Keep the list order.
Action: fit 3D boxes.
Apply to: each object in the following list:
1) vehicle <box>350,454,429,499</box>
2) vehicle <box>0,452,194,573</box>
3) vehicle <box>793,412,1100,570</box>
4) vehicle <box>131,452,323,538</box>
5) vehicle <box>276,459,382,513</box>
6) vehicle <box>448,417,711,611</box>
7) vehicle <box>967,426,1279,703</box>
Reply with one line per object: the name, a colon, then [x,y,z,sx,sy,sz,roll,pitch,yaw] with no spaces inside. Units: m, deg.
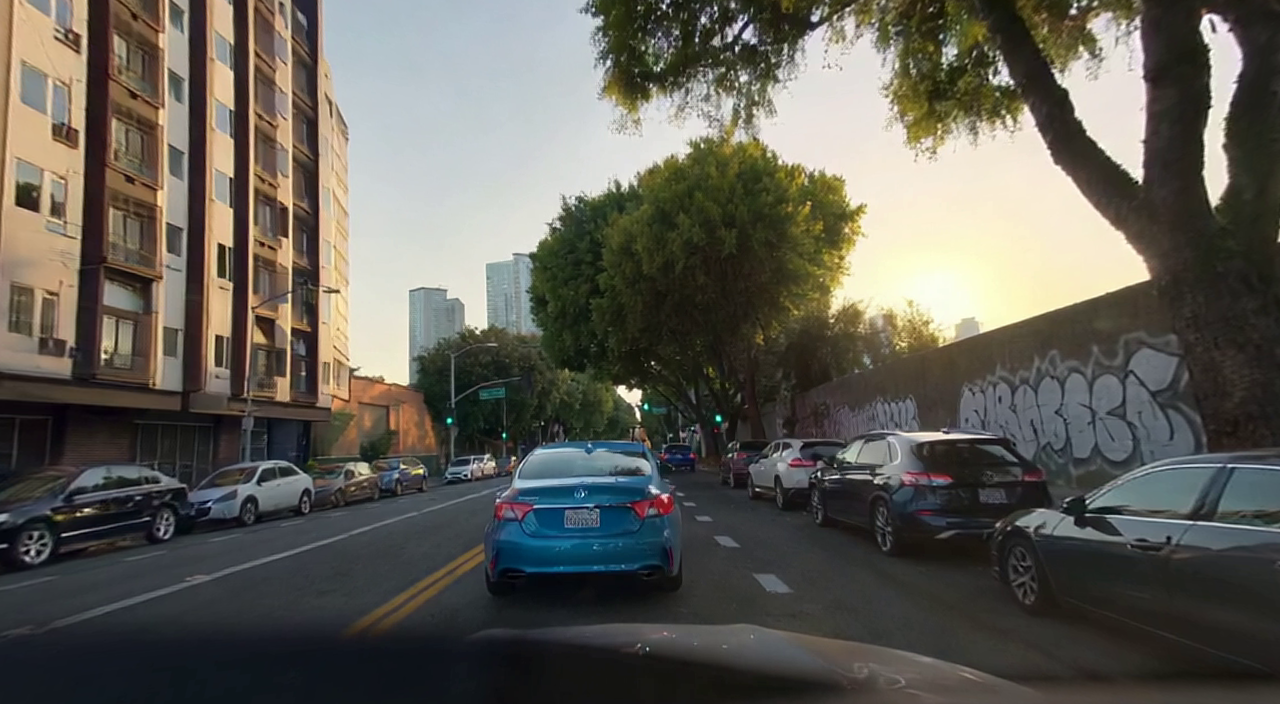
vehicle: [-11.022,5.445,28.074,1.822,1.639,4.144,-5,-8,0]
vehicle: [-10.853,2.894,11.614,1.988,1.781,4.827,-8,-8,-4]
vehicle: [4.199,2.000,10.007,2.097,1.811,5.230,0,-8,-2]
vehicle: [-10.874,3.714,17.127,2.276,1.741,4.439,-6,-8,-1]
vehicle: [-11.057,4.741,22.788,1.741,1.506,4.370,-5,-8,-2]
vehicle: [-0.502,1.660,7.434,2.166,1.579,4.300,0,-8,0]
vehicle: [4.261,1.319,3.989,1.955,1.535,4.266,4,-9,-3]
